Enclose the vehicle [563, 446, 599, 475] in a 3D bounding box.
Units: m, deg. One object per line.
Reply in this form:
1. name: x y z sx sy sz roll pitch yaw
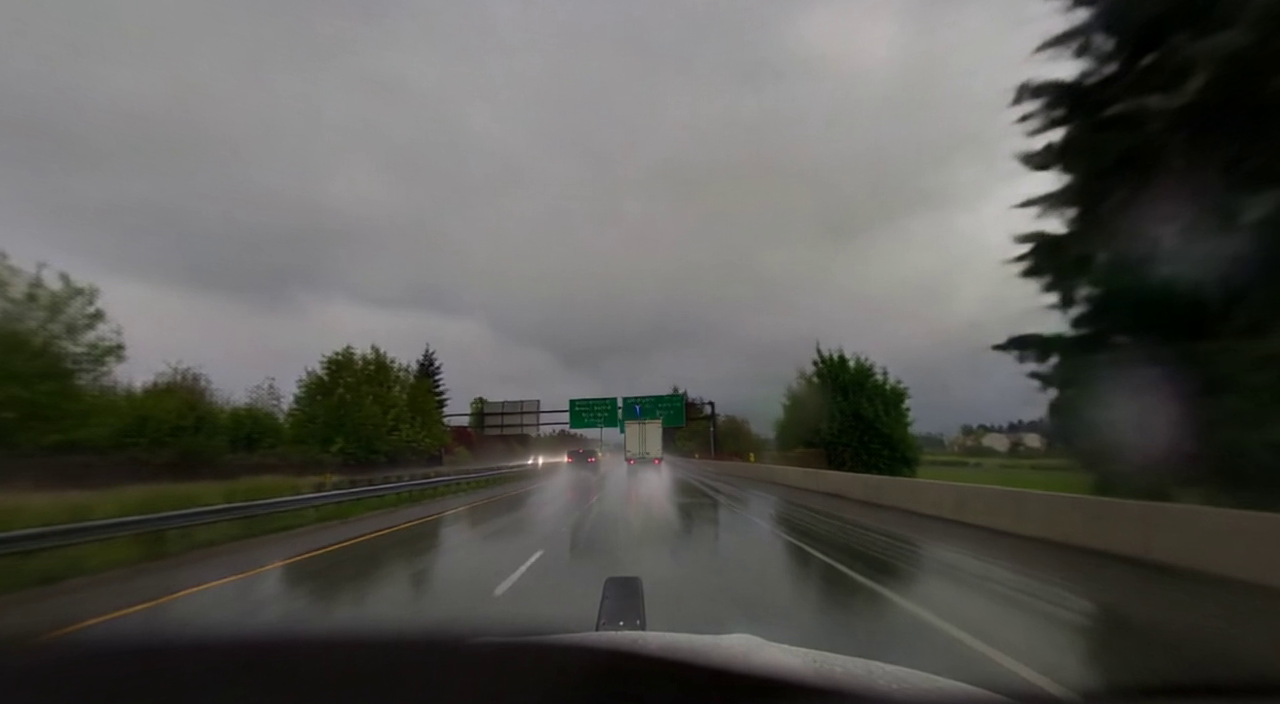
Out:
1. vehicle: -4.278 7.945 46.156 2.168 1.980 4.622 0 -9 0
